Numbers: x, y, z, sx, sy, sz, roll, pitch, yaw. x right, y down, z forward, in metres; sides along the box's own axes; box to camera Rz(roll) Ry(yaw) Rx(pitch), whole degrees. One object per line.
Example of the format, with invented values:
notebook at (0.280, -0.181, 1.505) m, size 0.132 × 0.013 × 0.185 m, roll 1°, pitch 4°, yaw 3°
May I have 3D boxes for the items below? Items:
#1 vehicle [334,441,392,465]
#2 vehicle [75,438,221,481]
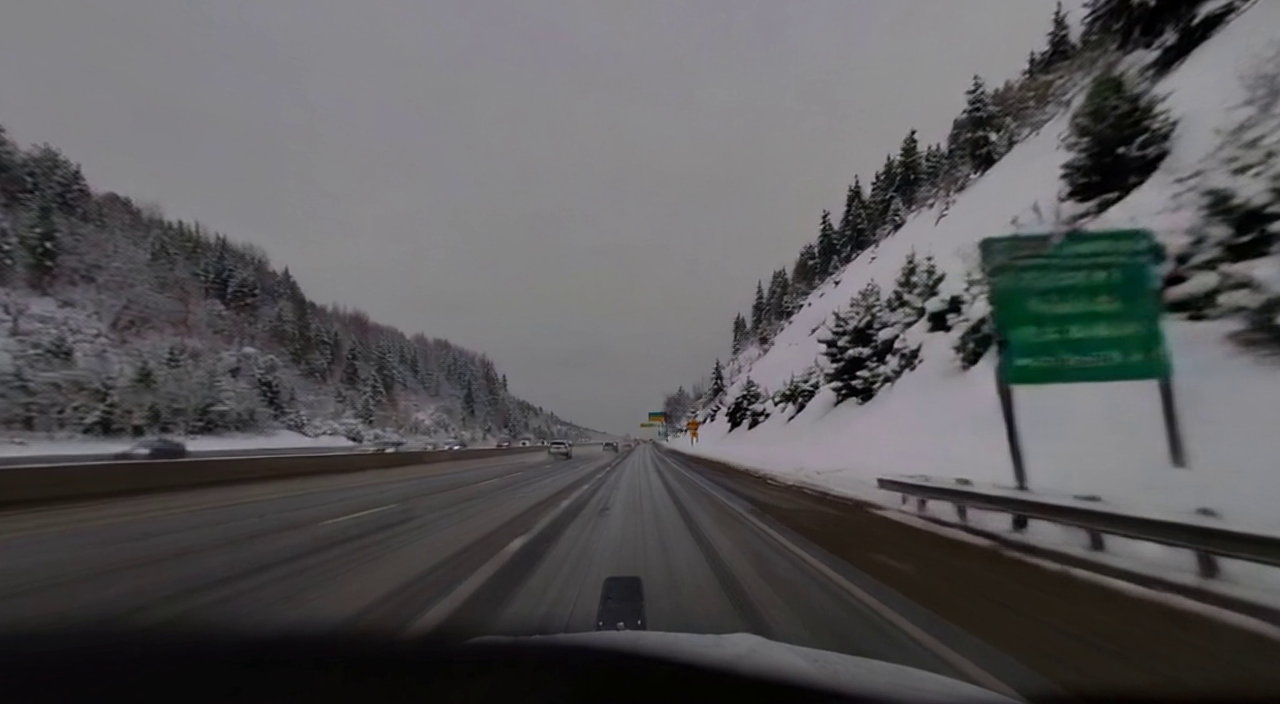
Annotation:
vehicle at (-17.773, 6.511, 40.528) m, size 1.830 × 1.417 × 4.091 m, roll 0°, pitch -9°, yaw 1°
vehicle at (-18.561, 4.069, 24.006) m, size 1.950 × 1.471 × 4.378 m, roll 0°, pitch -8°, yaw 2°
